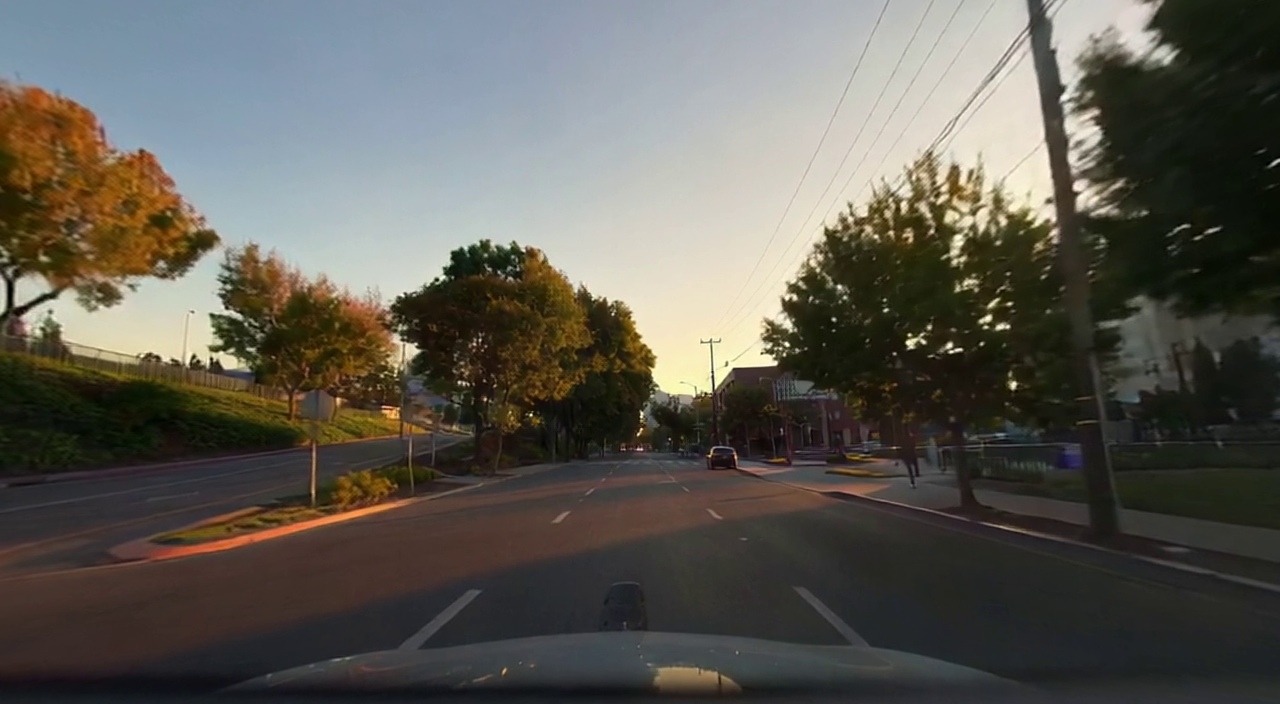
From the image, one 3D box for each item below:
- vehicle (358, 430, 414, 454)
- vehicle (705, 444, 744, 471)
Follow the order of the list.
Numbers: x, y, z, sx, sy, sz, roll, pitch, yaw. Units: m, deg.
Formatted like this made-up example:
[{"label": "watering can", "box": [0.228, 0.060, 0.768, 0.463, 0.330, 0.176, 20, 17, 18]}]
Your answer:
[{"label": "vehicle", "box": [-16.524, 5.905, 41.221, 1.960, 1.436, 4.584, 1, -8, -3]}, {"label": "vehicle", "box": [5.958, 7.451, 44.960, 2.177, 1.788, 5.106, 0, -8, 1]}]
